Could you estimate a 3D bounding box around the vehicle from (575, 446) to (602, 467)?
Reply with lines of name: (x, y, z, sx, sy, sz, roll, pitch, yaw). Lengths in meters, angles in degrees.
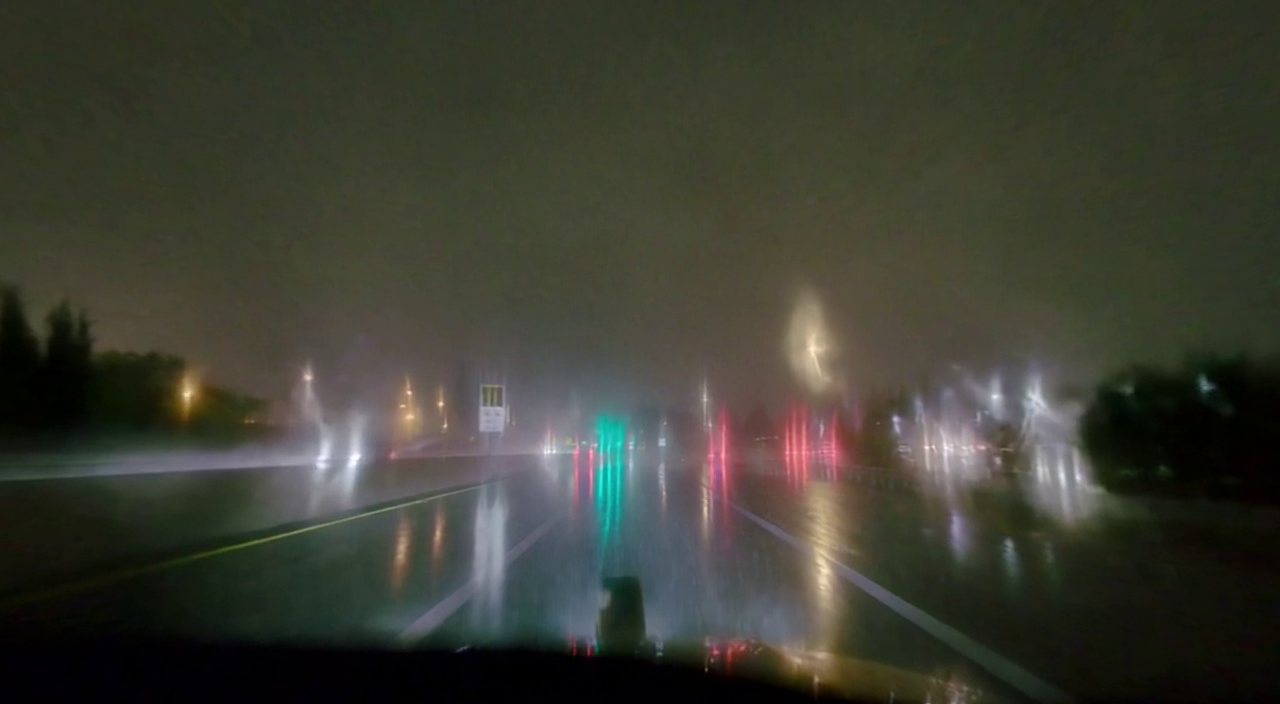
vehicle: (-3.874, 7.942, 48.058, 1.835, 1.531, 3.811, 0, -9, -1)

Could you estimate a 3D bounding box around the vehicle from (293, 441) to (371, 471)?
vehicle: (-16.347, 5.563, 33.750, 1.828, 1.476, 4.618, 0, -9, 0)
